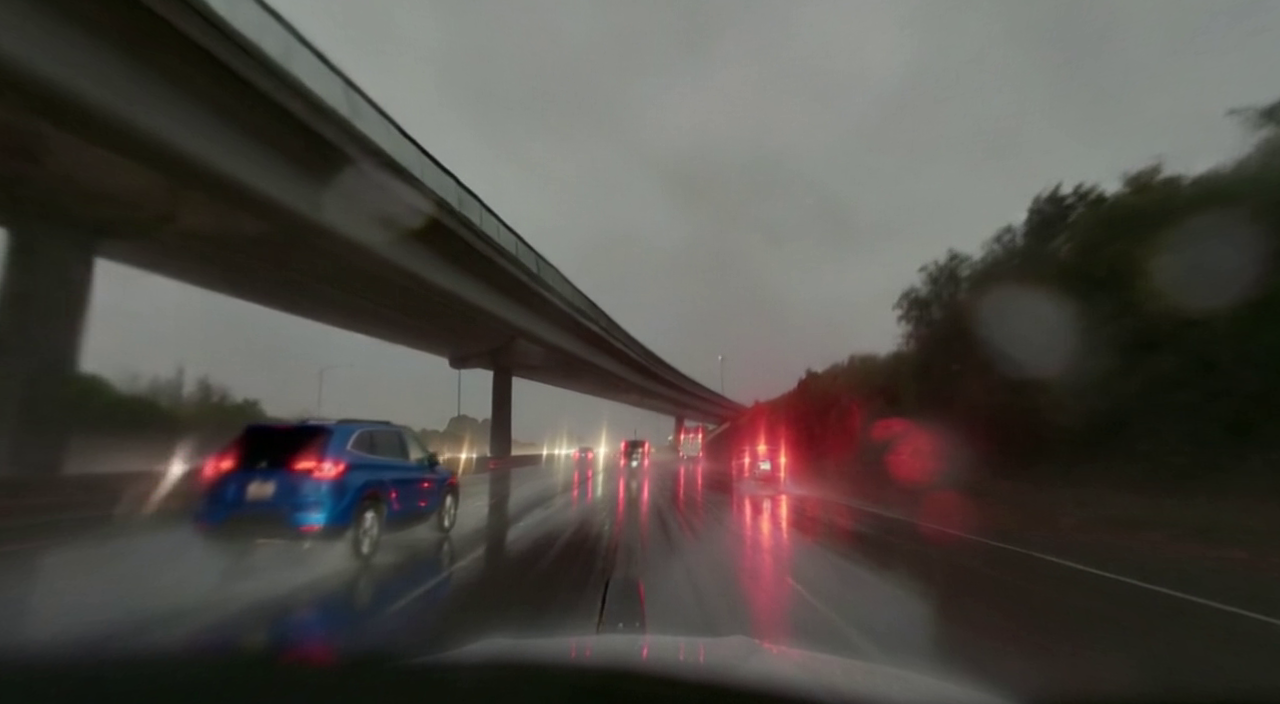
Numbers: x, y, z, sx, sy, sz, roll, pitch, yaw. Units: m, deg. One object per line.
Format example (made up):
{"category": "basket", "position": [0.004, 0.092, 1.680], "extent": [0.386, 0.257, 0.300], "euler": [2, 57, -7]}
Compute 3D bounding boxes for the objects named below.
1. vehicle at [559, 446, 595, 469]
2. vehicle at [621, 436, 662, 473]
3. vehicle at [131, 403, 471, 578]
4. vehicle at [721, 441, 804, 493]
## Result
{"category": "vehicle", "position": [-4.267, 7.170, 43.131], "extent": [1.994, 1.475, 4.171], "euler": [0, -9, 1]}
{"category": "vehicle", "position": [0.084, 5.664, 34.935], "extent": [2.155, 1.909, 4.529], "euler": [0, -9, 0]}
{"category": "vehicle", "position": [-4.046, 1.744, 8.697], "extent": [2.089, 1.751, 4.515], "euler": [0, -9, 1]}
{"category": "vehicle", "position": [3.907, 3.729, 20.751], "extent": [1.959, 1.554, 3.795], "euler": [0, -9, 0]}
